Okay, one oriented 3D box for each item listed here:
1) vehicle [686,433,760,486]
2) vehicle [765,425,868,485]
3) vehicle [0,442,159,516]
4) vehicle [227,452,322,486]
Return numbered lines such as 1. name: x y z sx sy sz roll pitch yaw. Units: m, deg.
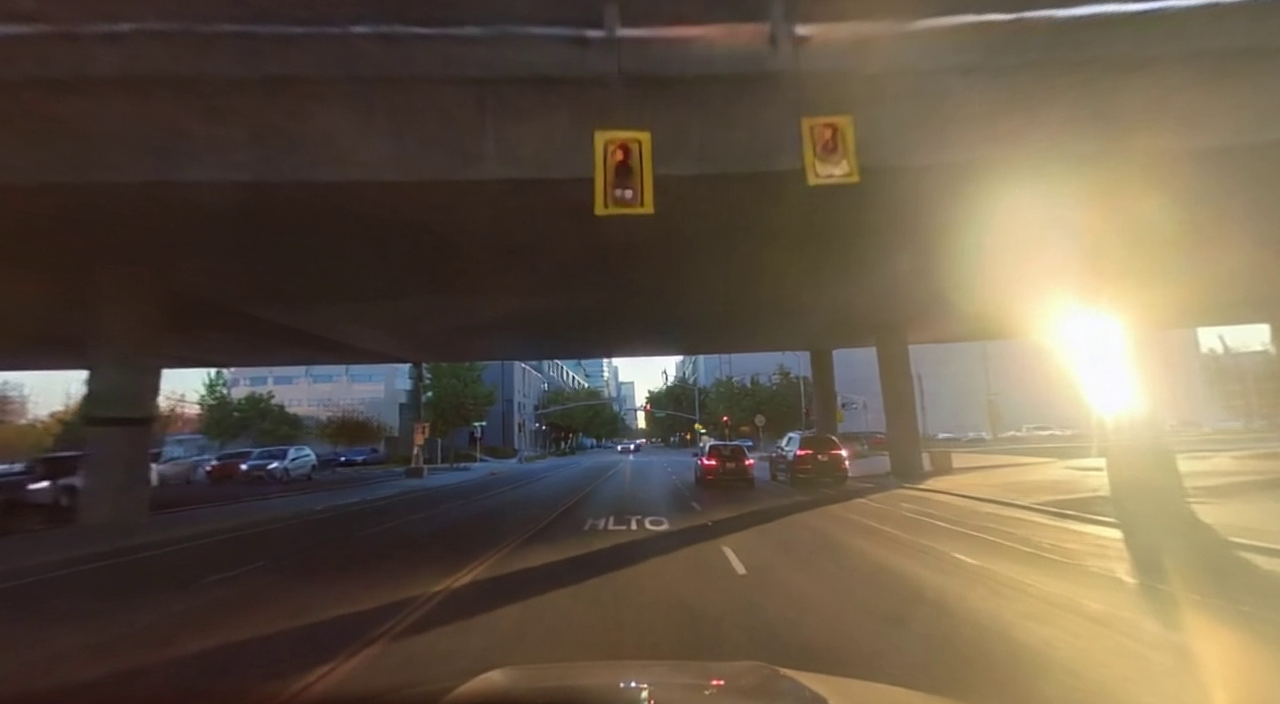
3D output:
1. vehicle: 2.665 3.547 21.135 1.947 1.576 3.825 0 -8 0
2. vehicle: 6.911 4.113 25.515 2.433 2.116 5.789 0 -8 0
3. vehicle: -17.975 3.849 19.743 2.167 2.024 4.589 0 -8 0
4. vehicle: -17.760 5.672 30.922 1.985 1.505 4.275 -1 -8 2
